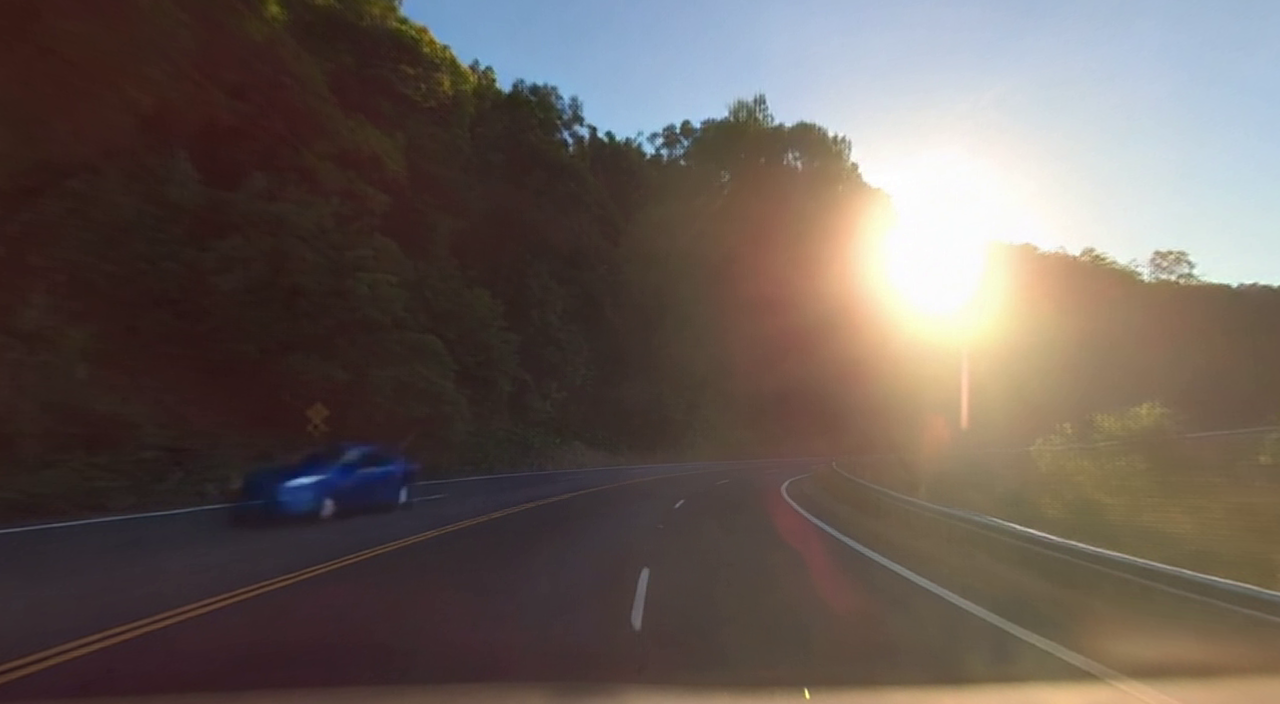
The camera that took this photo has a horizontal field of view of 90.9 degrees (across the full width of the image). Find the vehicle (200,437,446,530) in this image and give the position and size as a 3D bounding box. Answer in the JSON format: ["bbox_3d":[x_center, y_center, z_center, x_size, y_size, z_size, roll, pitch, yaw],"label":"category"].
[{"bbox_3d":[-6.024,2.562,12.893,2.111,1.509,4.823,-1,-9,7],"label":"vehicle"}]
